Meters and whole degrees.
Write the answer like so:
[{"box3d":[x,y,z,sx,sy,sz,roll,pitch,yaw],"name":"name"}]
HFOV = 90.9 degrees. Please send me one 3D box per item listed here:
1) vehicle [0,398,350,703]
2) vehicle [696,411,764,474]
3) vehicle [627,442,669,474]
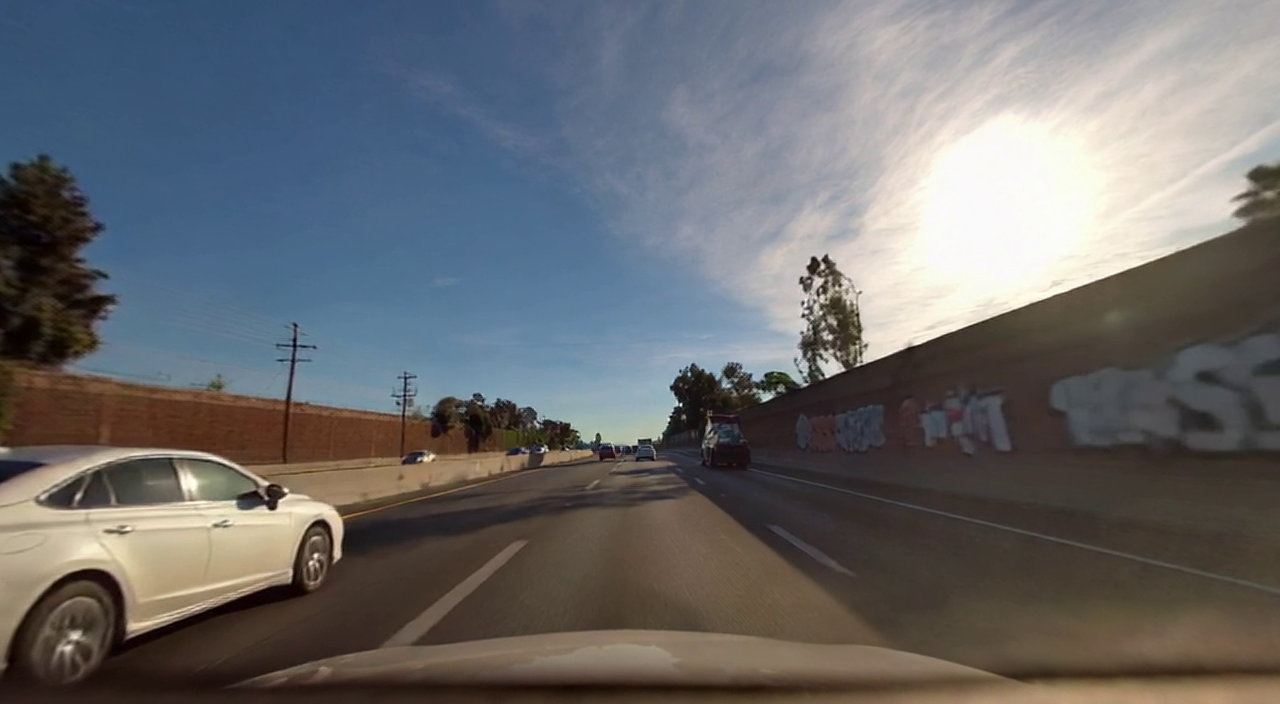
[{"box3d":[-3.655,1.060,3.456,2.023,1.444,4.379,0,-9,0],"name":"vehicle"},{"box3d":[4.504,4.739,32.894,2.549,2.931,6.310,0,-9,0],"name":"vehicle"},{"box3d":[0.404,5.364,32.126,2.009,1.506,4.091,0,-9,0],"name":"vehicle"}]
